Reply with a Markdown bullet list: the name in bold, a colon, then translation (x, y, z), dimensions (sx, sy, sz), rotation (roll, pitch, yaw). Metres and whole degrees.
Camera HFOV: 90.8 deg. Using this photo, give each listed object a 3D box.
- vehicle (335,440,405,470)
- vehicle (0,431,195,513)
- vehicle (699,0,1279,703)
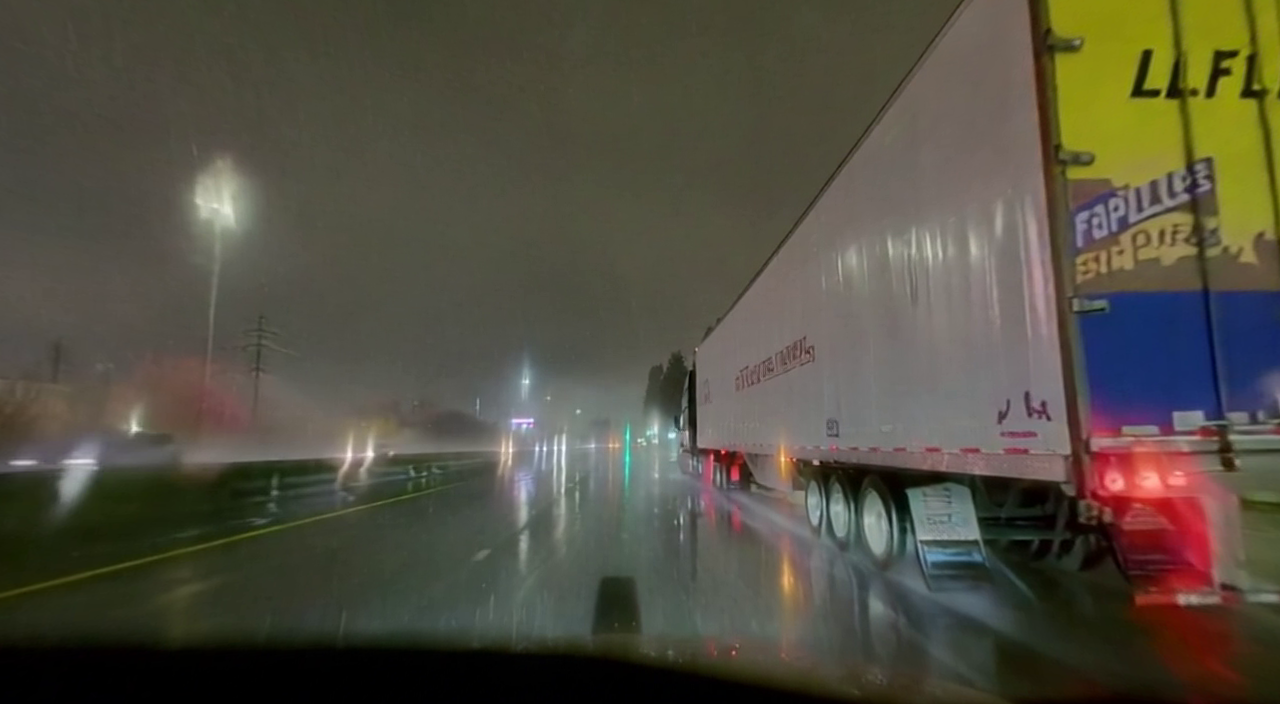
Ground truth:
- **vehicle**: translation (-19.014, 7.285, 44.877), dimensions (2.405, 1.928, 5.701), rotation (0, -9, 0)
- **vehicle**: translation (-14.557, 2.972, 16.235), dimensions (2.203, 1.736, 5.504), rotation (0, -9, 0)
- **vehicle**: translation (3.548, 0.824, 11.844), dimensions (2.891, 4.387, 17.121), rotation (0, -9, -1)
